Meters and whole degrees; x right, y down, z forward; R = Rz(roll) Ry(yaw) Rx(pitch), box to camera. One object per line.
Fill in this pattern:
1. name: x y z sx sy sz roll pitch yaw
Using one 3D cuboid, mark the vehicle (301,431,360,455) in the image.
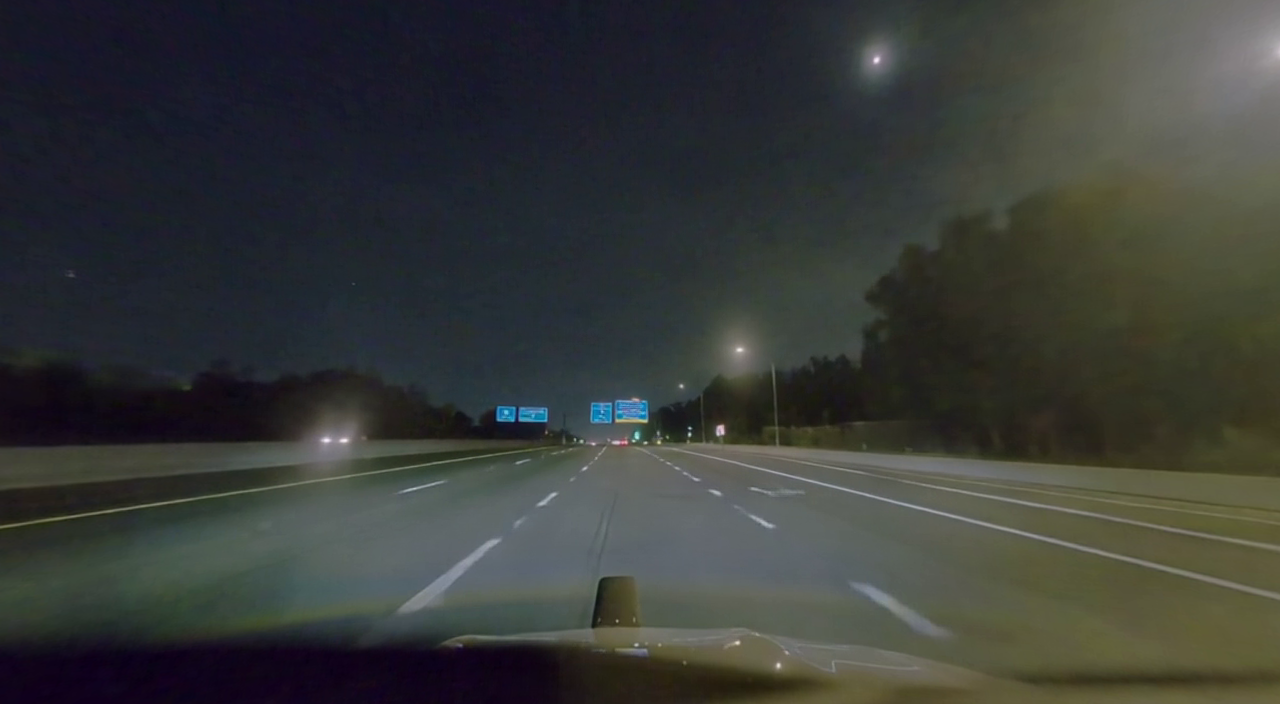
1. vehicle: -21.300 6.276 43.511 1.839 1.514 4.616 0 -8 -2
